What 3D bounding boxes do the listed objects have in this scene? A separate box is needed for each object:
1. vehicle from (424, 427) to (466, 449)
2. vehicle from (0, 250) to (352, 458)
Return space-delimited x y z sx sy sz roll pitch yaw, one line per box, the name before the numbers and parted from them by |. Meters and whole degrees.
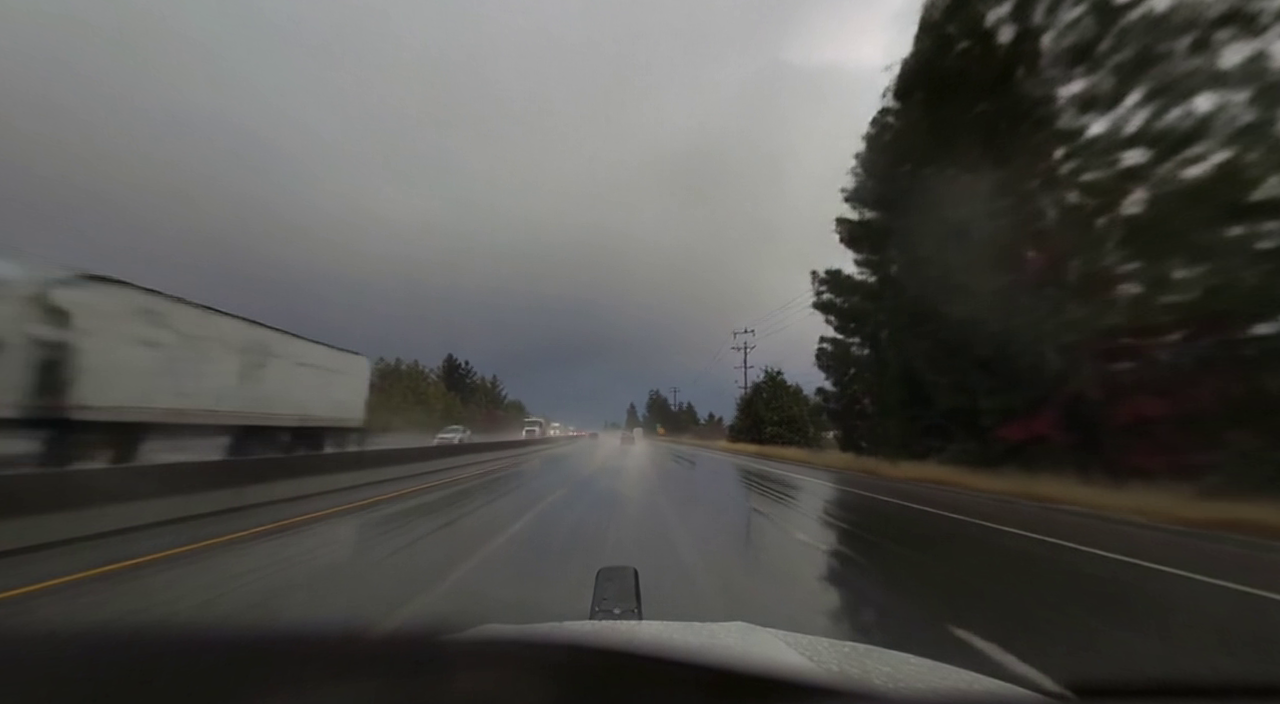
vehicle | -13.717 6.052 44.366 1.838 1.491 3.446 0 -8 0
vehicle | -12.525 0.887 17.543 2.885 3.633 13.483 0 -8 -1
